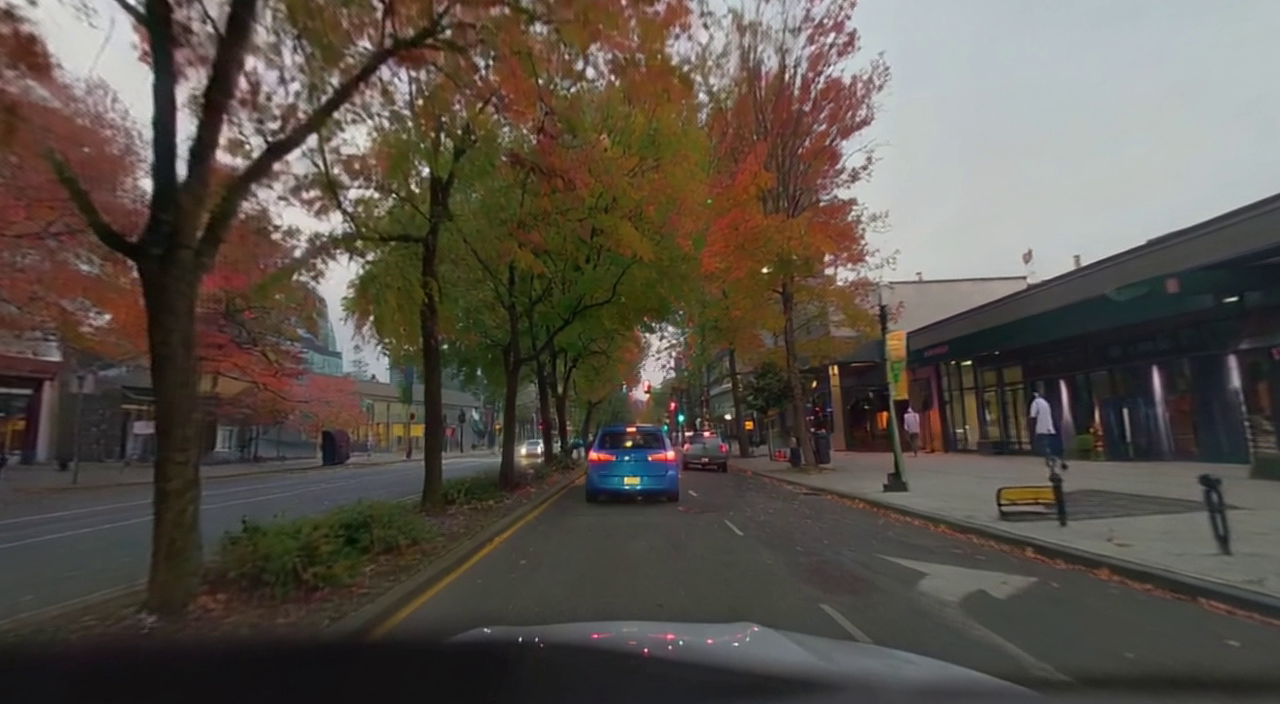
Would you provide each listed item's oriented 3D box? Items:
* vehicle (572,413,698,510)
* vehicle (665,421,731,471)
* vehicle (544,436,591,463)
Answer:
[{"bbox_3d":[-0.127,2.262,13.495,2.274,1.736,4.083,0,-8,-1],"label":"vehicle"},{"bbox_3d":[2.428,4.080,27.502,2.147,1.968,4.478,1,-8,-4],"label":"vehicle"},{"bbox_3d":[-4.032,5.498,35.663,2.096,1.415,4.515,0,-8,0],"label":"vehicle"}]
